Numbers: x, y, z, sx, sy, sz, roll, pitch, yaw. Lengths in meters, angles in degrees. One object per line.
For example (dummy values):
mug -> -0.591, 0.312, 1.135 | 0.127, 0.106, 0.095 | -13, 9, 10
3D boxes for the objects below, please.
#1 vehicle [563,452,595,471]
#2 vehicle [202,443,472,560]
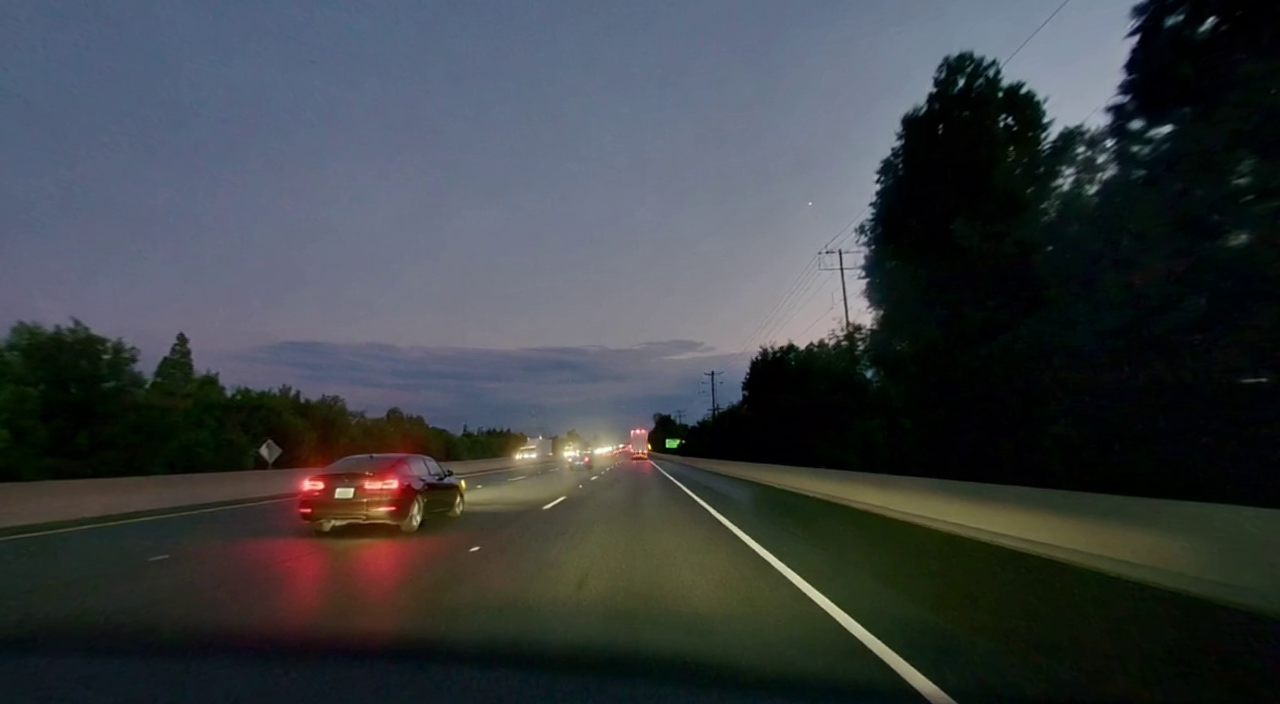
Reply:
vehicle -> -4.503, 8.128, 47.040 | 2.032, 1.381, 3.909 | 0, -9, 0
vehicle -> -4.386, 2.219, 10.139 | 2.106, 1.445, 4.404 | 0, -9, 1
